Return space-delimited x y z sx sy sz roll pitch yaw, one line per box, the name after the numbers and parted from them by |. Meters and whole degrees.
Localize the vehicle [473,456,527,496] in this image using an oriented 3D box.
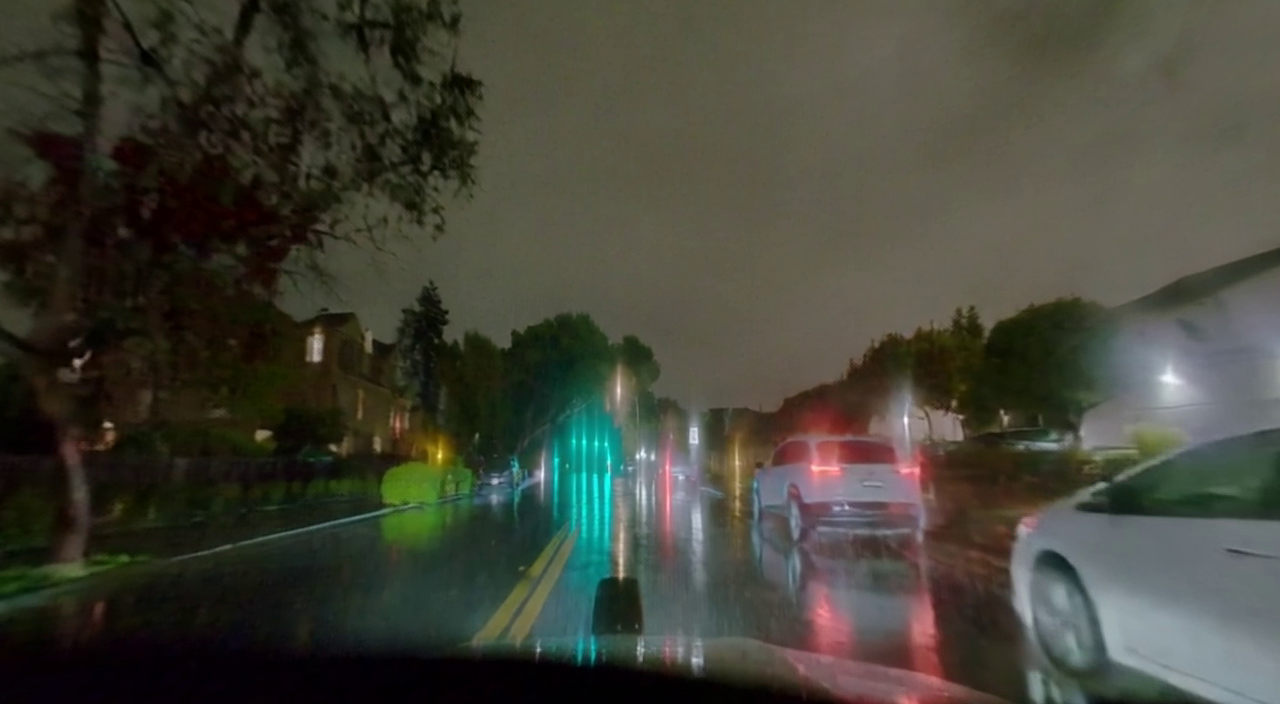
-6.885 6.110 31.492 2.051 1.575 4.581 -2 -7 -5 | vehicle

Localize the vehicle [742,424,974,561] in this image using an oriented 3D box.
3.270 2.208 10.754 1.990 1.753 4.783 0 -9 -3 | vehicle

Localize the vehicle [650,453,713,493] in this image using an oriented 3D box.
1.893 5.784 30.564 2.163 1.742 4.239 1 -9 -8 | vehicle

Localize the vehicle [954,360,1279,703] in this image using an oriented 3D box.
3.467 0.910 2.614 1.970 1.709 4.568 -1 -9 0 | vehicle
